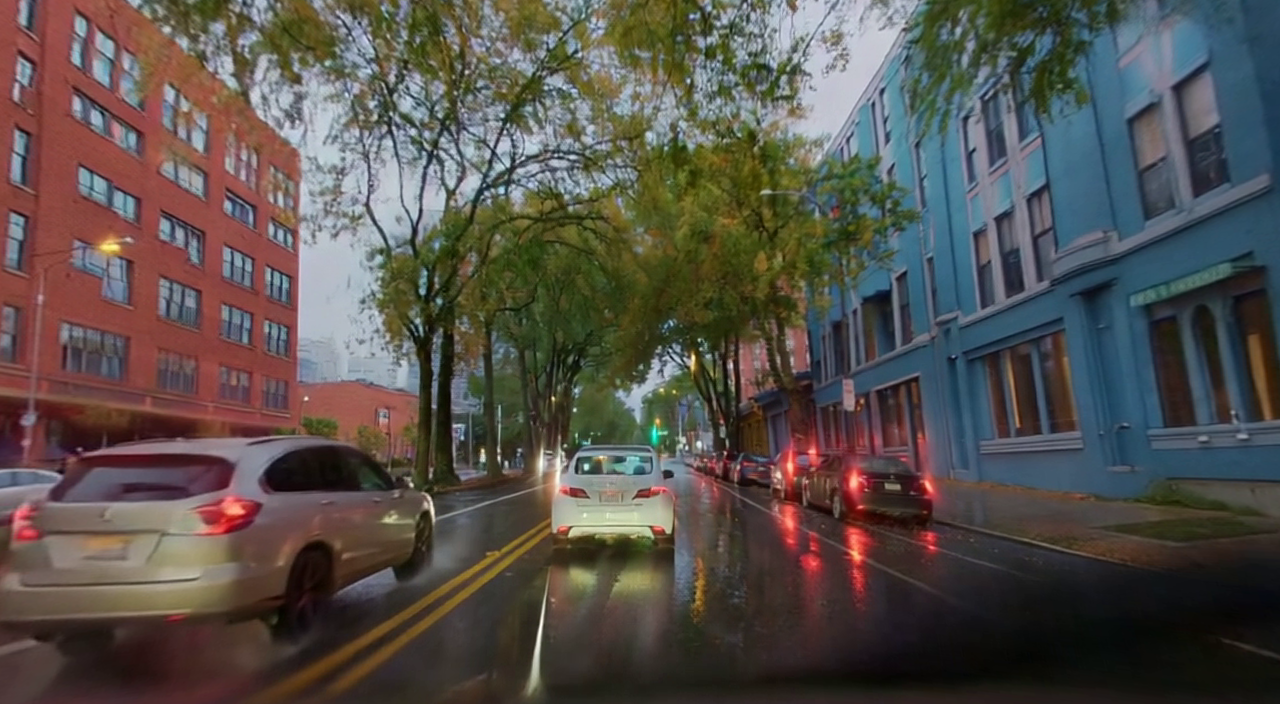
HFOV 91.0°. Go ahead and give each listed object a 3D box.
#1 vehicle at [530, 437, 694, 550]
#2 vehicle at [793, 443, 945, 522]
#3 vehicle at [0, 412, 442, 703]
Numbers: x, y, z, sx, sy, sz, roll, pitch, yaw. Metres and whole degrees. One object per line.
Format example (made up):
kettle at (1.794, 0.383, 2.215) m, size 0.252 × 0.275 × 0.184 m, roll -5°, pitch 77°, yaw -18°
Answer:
vehicle at (-0.383, 2.241, 10.679) m, size 2.230 × 1.518 × 4.113 m, roll 0°, pitch -9°, yaw 0°
vehicle at (4.912, 2.823, 14.217) m, size 1.832 × 1.491 × 4.054 m, roll 1°, pitch -9°, yaw -1°
vehicle at (-3.508, 1.439, 5.593) m, size 1.934 × 1.548 × 4.635 m, roll 0°, pitch -9°, yaw 1°
